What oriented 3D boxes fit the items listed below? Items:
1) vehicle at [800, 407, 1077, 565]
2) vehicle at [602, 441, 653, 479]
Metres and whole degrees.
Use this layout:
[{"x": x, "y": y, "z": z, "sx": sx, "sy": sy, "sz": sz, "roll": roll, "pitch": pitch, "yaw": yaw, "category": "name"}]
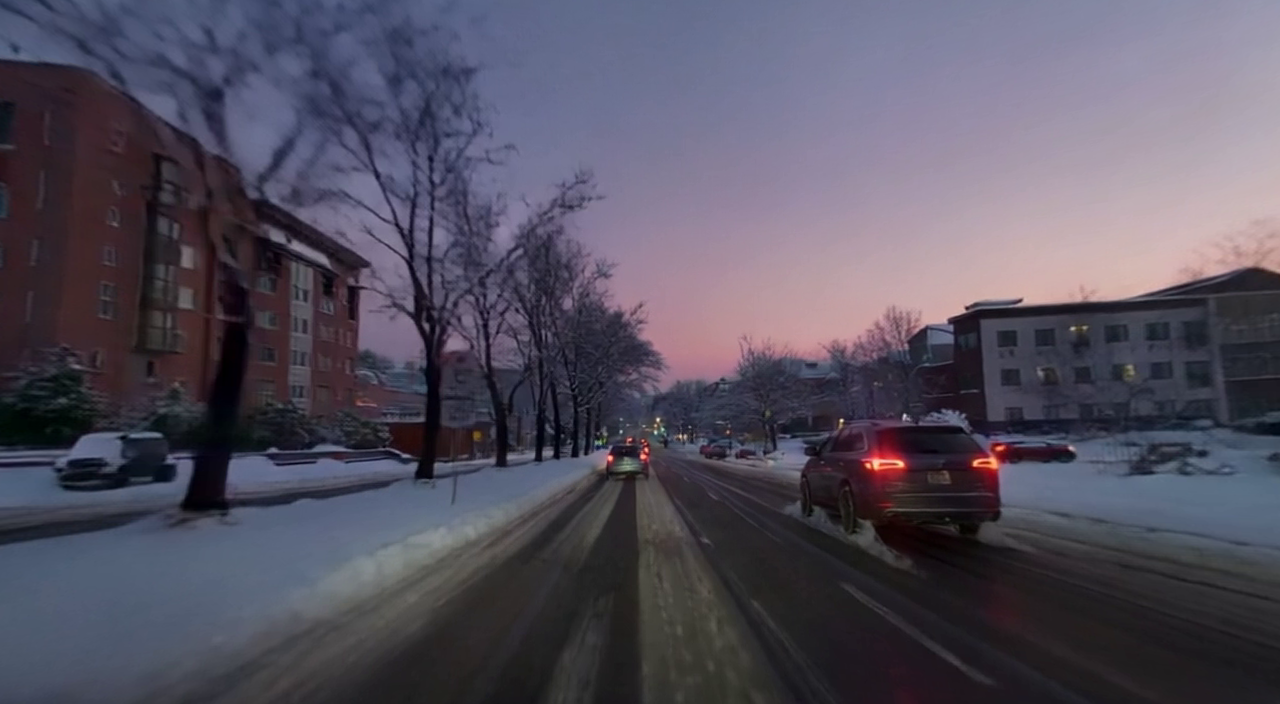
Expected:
[{"x": 3.810, "y": 1.783, "z": 9.048, "sx": 1.949, "sy": 1.723, "sz": 4.020, "roll": 0, "pitch": -9, "yaw": 0, "category": "vehicle"}, {"x": -0.457, "y": 4.520, "z": 26.617, "sx": 2.006, "sy": 1.487, "sz": 3.535, "roll": 0, "pitch": -9, "yaw": 1, "category": "vehicle"}]
